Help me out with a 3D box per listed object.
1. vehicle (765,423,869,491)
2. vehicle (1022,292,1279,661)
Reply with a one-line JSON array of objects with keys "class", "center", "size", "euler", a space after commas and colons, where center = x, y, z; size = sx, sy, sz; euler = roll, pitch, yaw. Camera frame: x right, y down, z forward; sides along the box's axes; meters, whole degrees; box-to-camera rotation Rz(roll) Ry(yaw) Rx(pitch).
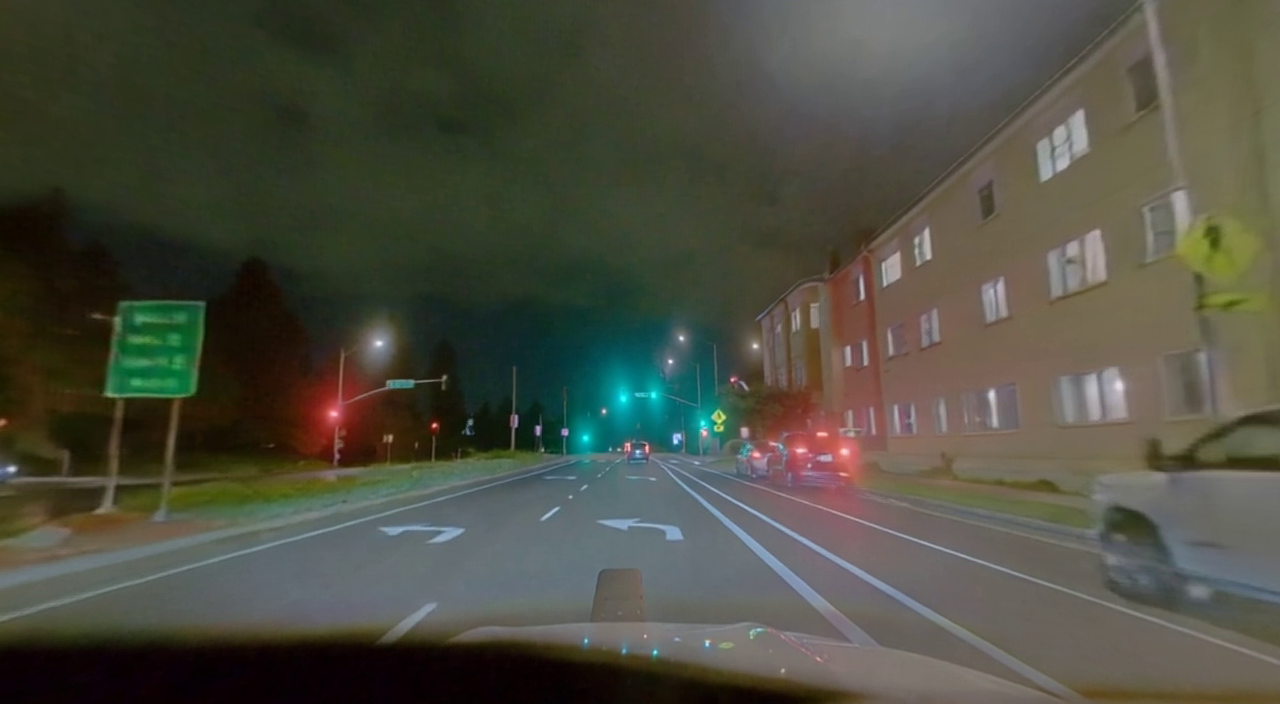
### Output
[{"class": "vehicle", "center": [5.611, 3.384, 20.723], "size": [2.008, 1.930, 4.919], "euler": [0, -8, 1]}, {"class": "vehicle", "center": [5.506, 0.767, 3.750], "size": [2.324, 2.468, 6.422], "euler": [1, -9, -1]}]
